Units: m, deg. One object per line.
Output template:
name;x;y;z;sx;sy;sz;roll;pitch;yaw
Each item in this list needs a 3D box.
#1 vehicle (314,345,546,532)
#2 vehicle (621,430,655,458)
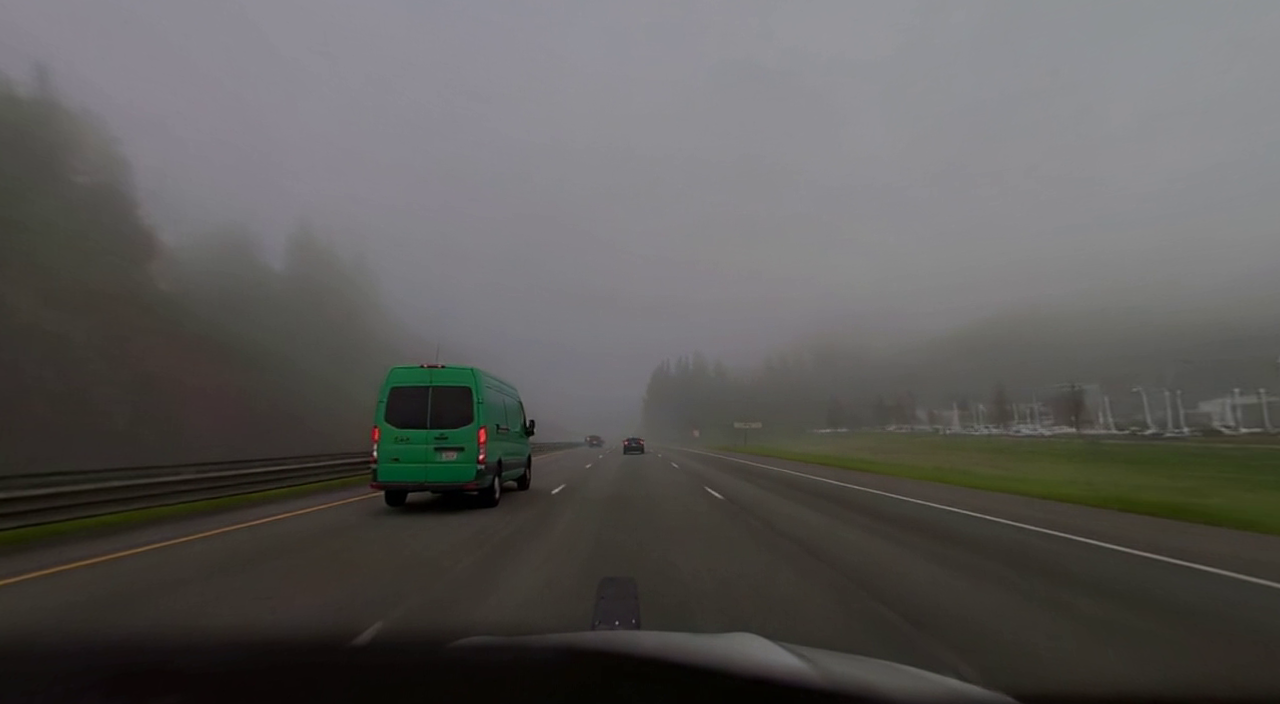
vehicle;-3.345;1.578;11.726;2.424;2.577;5.828;0;-8;-2
vehicle;-0.177;5.911;40.668;2.104;1.646;4.176;0;-8;-1
